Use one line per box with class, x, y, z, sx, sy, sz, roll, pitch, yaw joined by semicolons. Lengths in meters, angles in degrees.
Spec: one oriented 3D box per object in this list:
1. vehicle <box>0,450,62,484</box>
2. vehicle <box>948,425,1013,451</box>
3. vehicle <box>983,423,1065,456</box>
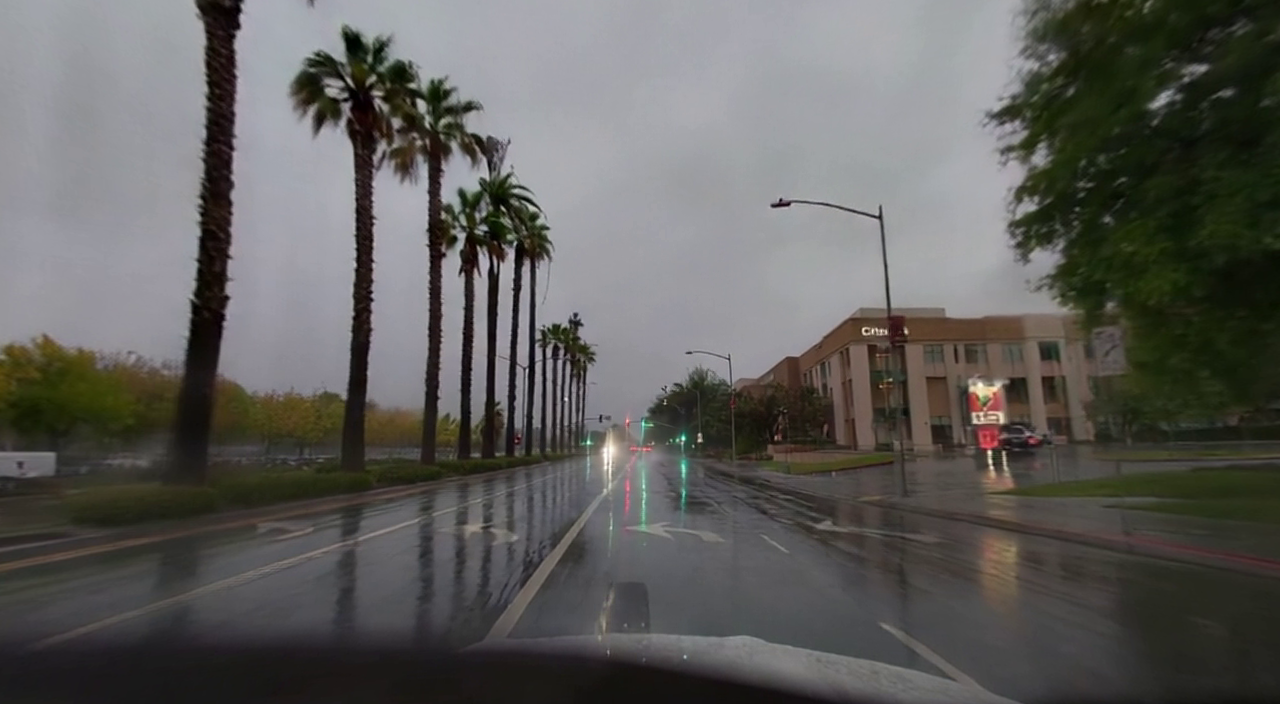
vehicle;-35.685;6.398;35.146;2.020;1.768;5.003;-1;-8;2
vehicle;24.865;6.340;46.226;2.095;1.692;5.051;-2;-10;3
vehicle;23.133;5.322;38.226;2.222;1.818;5.099;-1;-9;7
